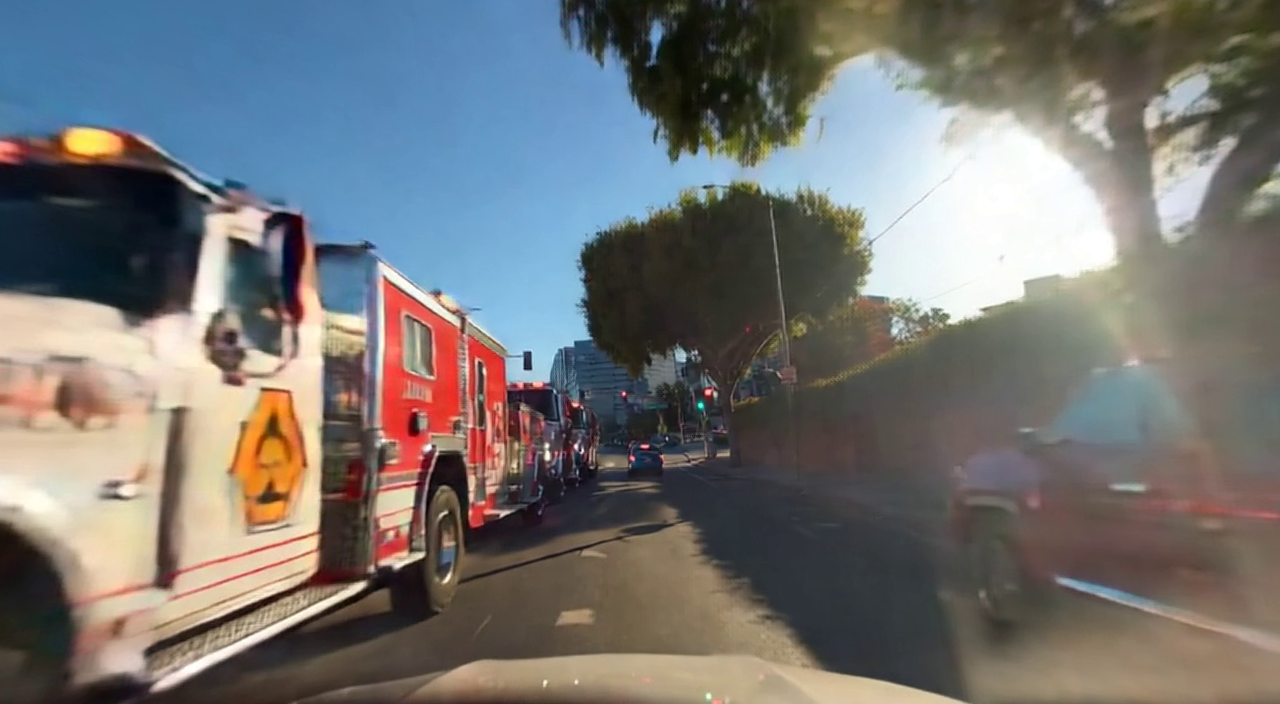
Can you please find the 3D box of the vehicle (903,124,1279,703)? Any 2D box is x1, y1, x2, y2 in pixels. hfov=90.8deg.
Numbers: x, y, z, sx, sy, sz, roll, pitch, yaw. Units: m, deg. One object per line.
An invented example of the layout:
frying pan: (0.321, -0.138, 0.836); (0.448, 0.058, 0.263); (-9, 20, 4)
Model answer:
vehicle: (4.083, 0.470, 2.936); (3.411, 2.429, 5.271); (0, -9, 0)

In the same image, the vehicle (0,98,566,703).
vehicle: (-3.223, 0.967, 7.580); (3.644, 3.138, 9.346); (0, -9, -1)

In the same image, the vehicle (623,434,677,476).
vehicle: (0.380, 4.968, 30.615); (2.332, 1.831, 4.930); (0, -9, -3)
